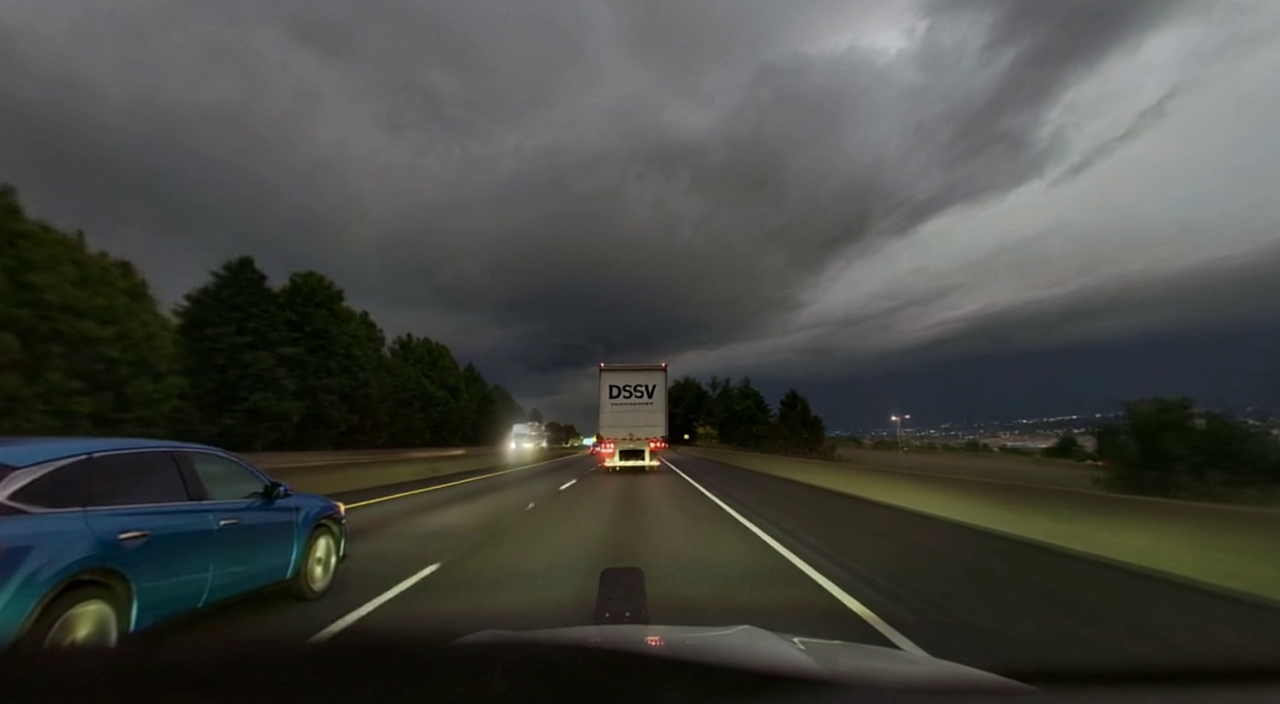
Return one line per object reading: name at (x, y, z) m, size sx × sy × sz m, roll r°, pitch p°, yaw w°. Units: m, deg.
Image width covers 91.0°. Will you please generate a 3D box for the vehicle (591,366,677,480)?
vehicle at (-0.377, 3.189, 27.175) m, size 2.969 × 3.957 × 10.270 m, roll 0°, pitch -8°, yaw -2°
